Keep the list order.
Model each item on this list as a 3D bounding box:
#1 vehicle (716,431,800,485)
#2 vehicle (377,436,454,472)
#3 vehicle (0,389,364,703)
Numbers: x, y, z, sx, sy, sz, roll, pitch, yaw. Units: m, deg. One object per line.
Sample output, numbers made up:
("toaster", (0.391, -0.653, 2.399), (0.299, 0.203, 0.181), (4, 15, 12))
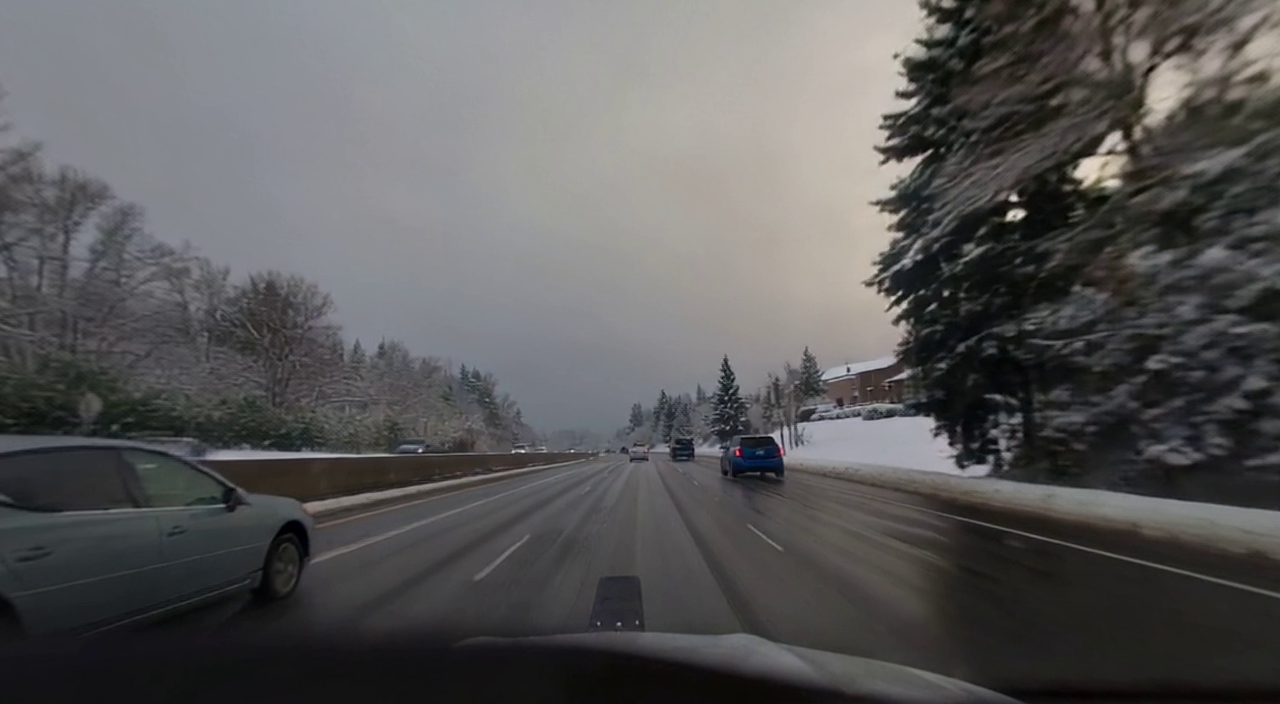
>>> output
("vehicle", (3.988, 3.665, 22.063), (2.092, 1.686, 4.188), (0, -9, -1))
("vehicle", (-11.706, 5.355, 33.293), (2.284, 1.760, 4.862), (0, -9, 0))
("vehicle", (-3.619, 1.073, 3.570), (2.036, 1.528, 4.400), (0, -9, 1))
